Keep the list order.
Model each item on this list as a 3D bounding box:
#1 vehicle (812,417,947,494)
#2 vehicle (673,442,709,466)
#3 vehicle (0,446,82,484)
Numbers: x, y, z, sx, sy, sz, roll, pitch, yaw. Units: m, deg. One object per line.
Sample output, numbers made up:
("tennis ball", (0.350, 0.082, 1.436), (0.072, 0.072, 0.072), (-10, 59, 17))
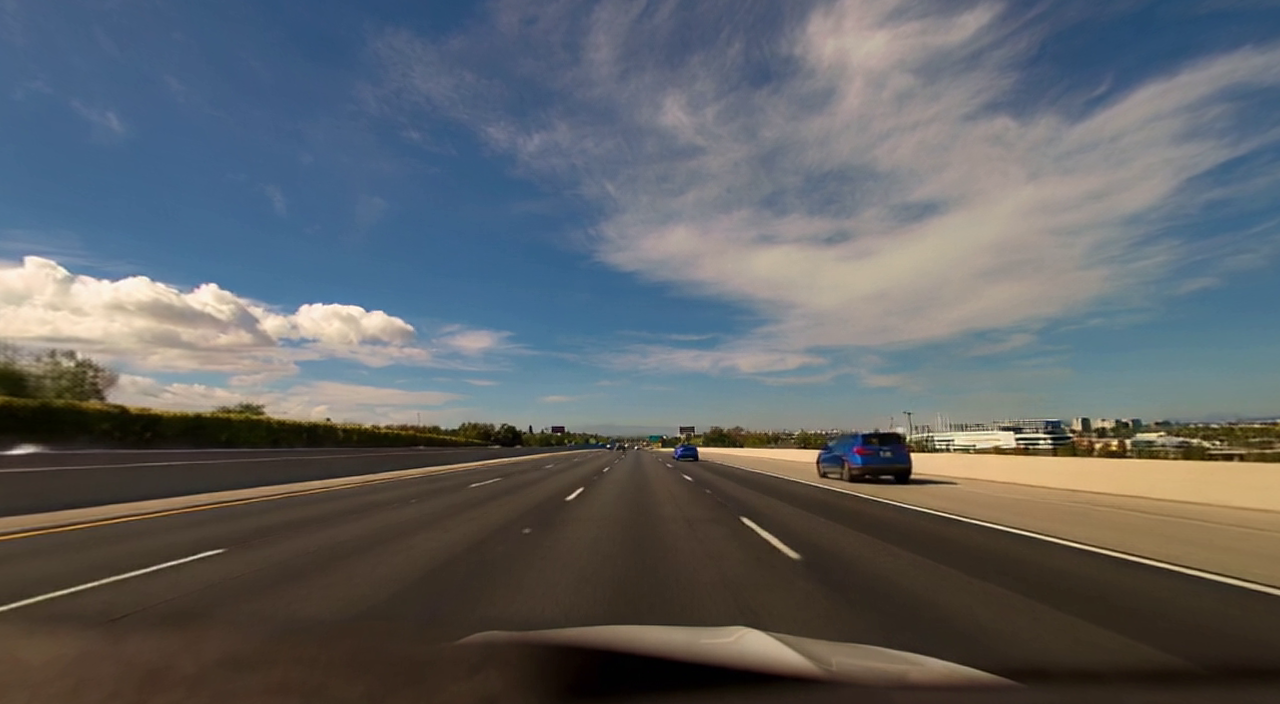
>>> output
("vehicle", (6.772, 3.004, 18.550), (2.065, 1.953, 4.605), (0, -8, -1))
("vehicle", (3.410, 6.891, 42.955), (2.000, 1.533, 3.770), (0, -8, -1))
("vehicle", (-25.651, 4.512, 25.479), (2.196, 1.389, 4.532), (0, -8, -1))
